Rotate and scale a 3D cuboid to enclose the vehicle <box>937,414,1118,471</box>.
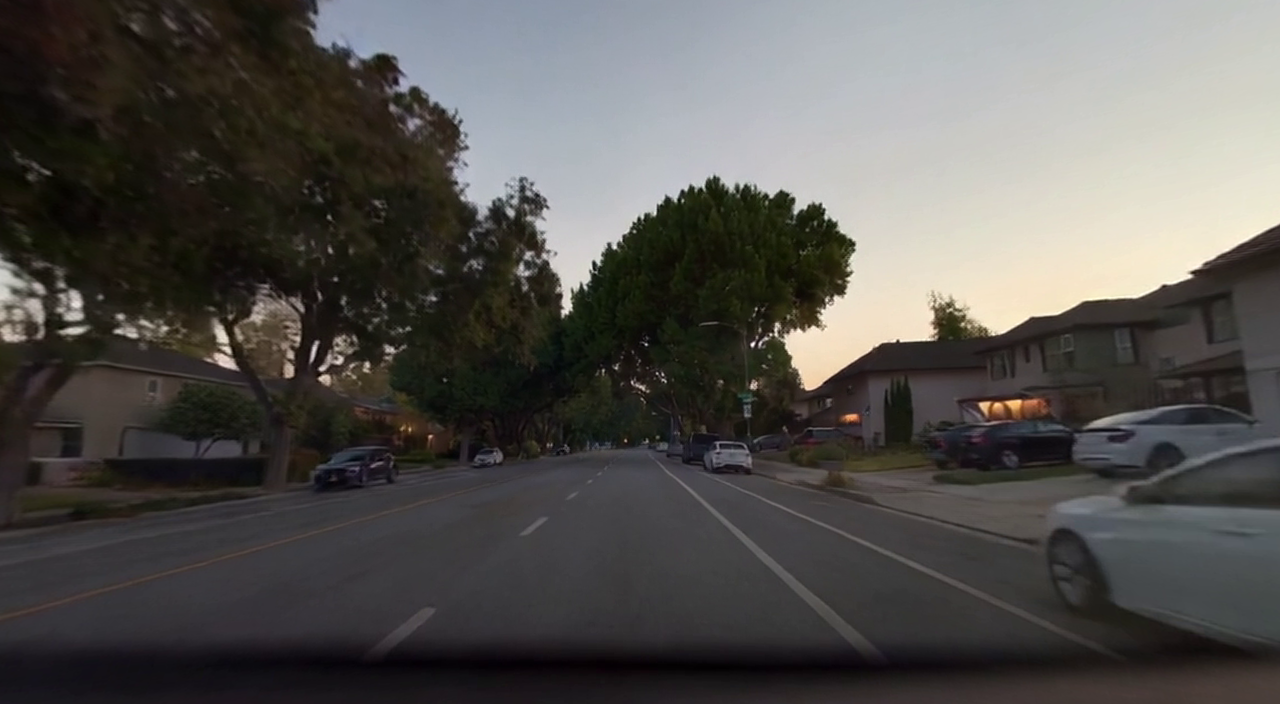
[{"bbox_3d":[12.096,2.855,19.979,4.364,1.677,2.006,0,-8,-1],"label":"vehicle"}]

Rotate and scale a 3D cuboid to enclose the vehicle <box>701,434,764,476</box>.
[{"bbox_3d":[3.892,4.419,27.449,2.007,1.657,4.362,0,-8,-1],"label":"vehicle"}]

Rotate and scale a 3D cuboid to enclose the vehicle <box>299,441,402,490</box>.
[{"bbox_3d":[-11.105,4.347,24.674,2.091,1.717,4.392,0,-8,-3],"label":"vehicle"}]

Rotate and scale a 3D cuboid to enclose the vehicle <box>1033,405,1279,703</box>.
[{"bbox_3d":[4.123,1.006,2.951,1.901,1.521,4.204,0,-8,1],"label":"vehicle"}]

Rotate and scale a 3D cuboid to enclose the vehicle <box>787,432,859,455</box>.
[{"bbox_3d":[12.185,6.115,42.307,4.285,1.434,1.740,0,-8,0],"label":"vehicle"}]

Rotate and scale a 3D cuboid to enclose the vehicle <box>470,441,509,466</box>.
[{"bbox_3d":[-11.182,7.573,47.080,1.964,1.667,4.217,-3,-9,-2],"label":"vehicle"}]
